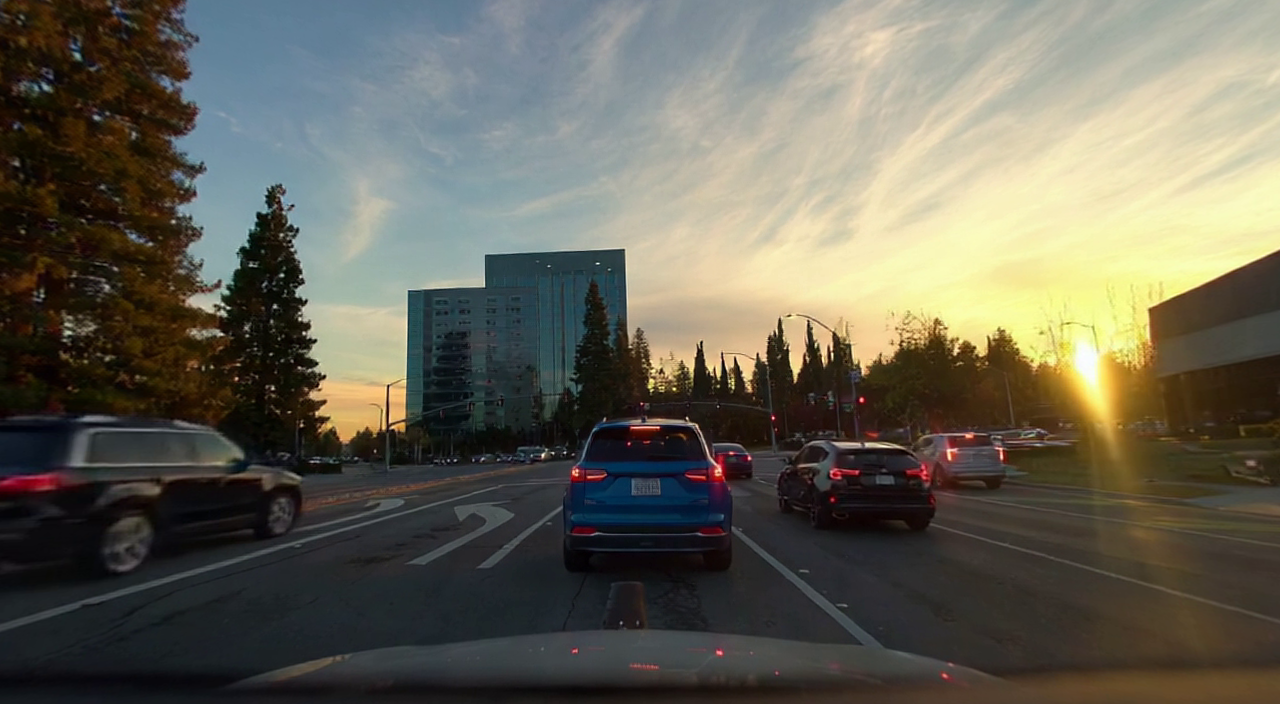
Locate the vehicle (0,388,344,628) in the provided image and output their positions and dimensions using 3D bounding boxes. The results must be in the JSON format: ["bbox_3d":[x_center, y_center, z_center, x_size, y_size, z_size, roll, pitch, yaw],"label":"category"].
[{"bbox_3d":[-5.991,1.572,7.436,2.555,1.819,5.145,0,-9,-1],"label":"vehicle"}]

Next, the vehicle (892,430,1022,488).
[{"bbox_3d":[10.866,3.699,22.133,2.123,1.812,4.553,0,-9,-1],"label":"vehicle"}]

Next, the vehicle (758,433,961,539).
[{"bbox_3d":[3.516,2.233,11.169,1.997,1.471,4.321,0,-9,-1],"label":"vehicle"}]

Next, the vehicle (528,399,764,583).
[{"bbox_3d":[0.059,1.654,8.245,2.266,1.762,4.131,0,-9,0],"label":"vehicle"}]
